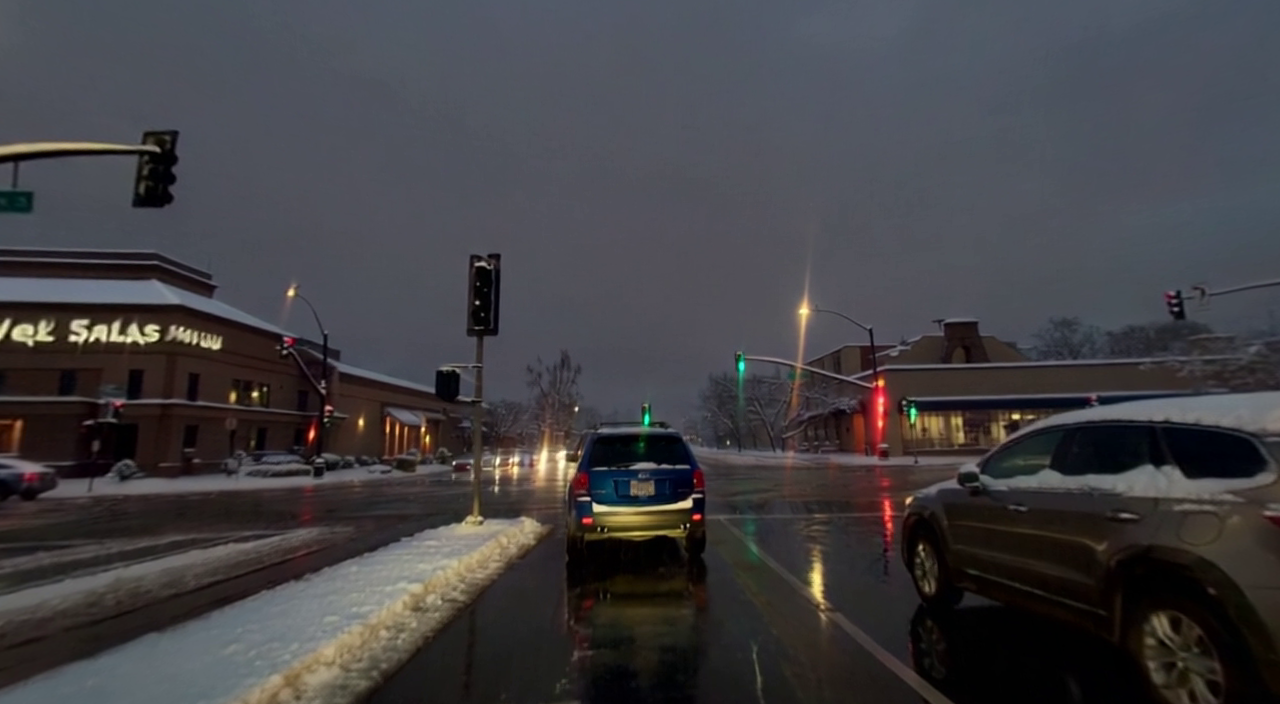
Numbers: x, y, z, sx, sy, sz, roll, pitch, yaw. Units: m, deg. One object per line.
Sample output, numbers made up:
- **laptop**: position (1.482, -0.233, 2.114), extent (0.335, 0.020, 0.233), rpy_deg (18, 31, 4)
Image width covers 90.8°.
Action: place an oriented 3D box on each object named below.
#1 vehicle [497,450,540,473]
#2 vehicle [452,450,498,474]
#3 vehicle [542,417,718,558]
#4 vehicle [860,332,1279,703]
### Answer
- **vehicle**: position (-8.585, 7.756, 44.900), extent (2.163, 1.529, 4.210), rpy_deg (-1, -9, 1)
- **vehicle**: position (-11.844, 7.917, 45.574), extent (2.005, 1.596, 4.342), rpy_deg (-1, -9, 1)
- **vehicle**: position (-0.249, 2.054, 10.315), extent (2.238, 1.762, 4.445), rpy_deg (0, -9, -3)
- **vehicle**: position (3.212, 1.046, 3.972), extent (2.040, 1.674, 4.455), rpy_deg (0, -9, 0)
